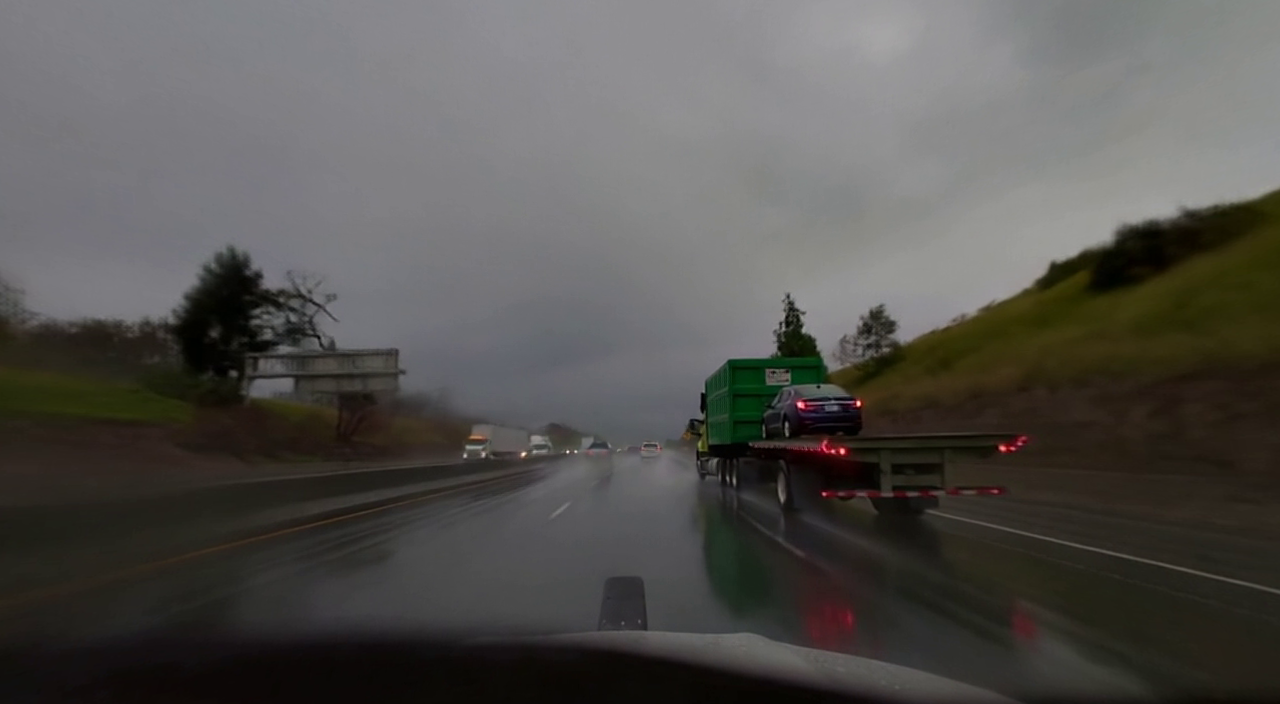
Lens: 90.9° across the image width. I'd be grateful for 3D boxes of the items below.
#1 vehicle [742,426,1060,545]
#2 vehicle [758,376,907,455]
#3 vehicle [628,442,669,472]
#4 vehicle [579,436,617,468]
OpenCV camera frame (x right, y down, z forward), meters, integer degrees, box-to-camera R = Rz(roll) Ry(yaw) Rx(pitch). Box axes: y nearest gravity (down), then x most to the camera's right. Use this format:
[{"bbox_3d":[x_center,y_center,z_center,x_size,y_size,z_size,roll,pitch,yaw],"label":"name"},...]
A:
[{"bbox_3d":[4.277,2.532,13.258,2.654,1.574,9.537,0,-9,0],"label":"vehicle"},{"bbox_3d":[4.163,1.571,14.456,1.968,1.547,4.215,0,-9,-2],"label":"vehicle"},{"bbox_3d":[0.461,5.711,34.451,2.086,1.497,3.681,0,-9,1],"label":"vehicle"},{"bbox_3d":[-2.814,6.888,43.560,2.142,2.044,4.446,-1,-9,2],"label":"vehicle"}]
